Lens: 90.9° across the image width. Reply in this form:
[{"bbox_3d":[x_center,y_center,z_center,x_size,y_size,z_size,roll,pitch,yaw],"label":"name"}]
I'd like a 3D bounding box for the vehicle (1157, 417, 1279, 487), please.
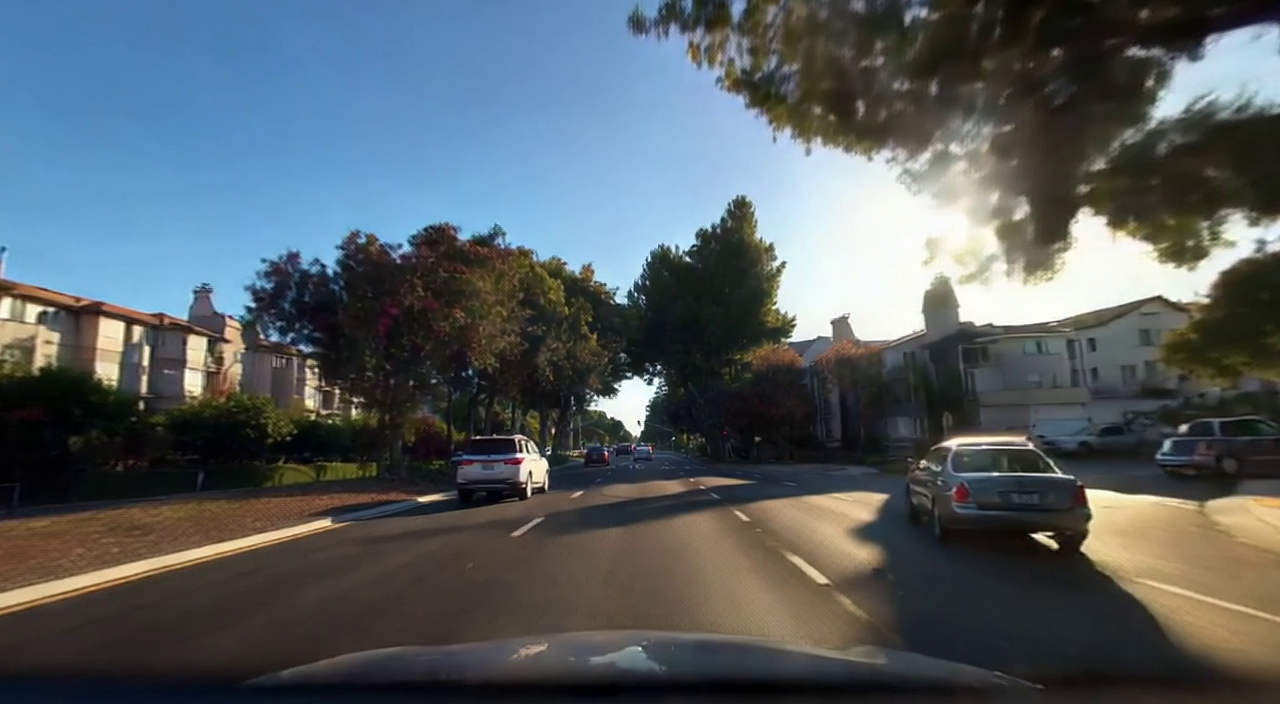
[{"bbox_3d":[16.088,2.564,16.313,4.735,1.597,1.950,3,-9,-21],"label":"vehicle"}]

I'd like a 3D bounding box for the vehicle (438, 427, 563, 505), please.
[{"bbox_3d":[-3.611,3.057,17.424,2.216,1.828,4.886,0,-8,2],"label":"vehicle"}]

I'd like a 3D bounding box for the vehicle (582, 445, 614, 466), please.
[{"bbox_3d":[-3.228,8.124,49.637,2.091,1.548,4.604,0,-8,2],"label":"vehicle"}]

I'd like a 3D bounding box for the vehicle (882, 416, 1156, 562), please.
[{"bbox_3d":[5.071,1.853,9.297,1.969,1.593,4.293,-2,-9,10],"label":"vehicle"}]

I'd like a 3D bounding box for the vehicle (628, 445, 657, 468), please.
[{"bbox_3d":[0.230,7.318,44.198,1.940,1.501,4.133,0,-8,1],"label":"vehicle"}]
